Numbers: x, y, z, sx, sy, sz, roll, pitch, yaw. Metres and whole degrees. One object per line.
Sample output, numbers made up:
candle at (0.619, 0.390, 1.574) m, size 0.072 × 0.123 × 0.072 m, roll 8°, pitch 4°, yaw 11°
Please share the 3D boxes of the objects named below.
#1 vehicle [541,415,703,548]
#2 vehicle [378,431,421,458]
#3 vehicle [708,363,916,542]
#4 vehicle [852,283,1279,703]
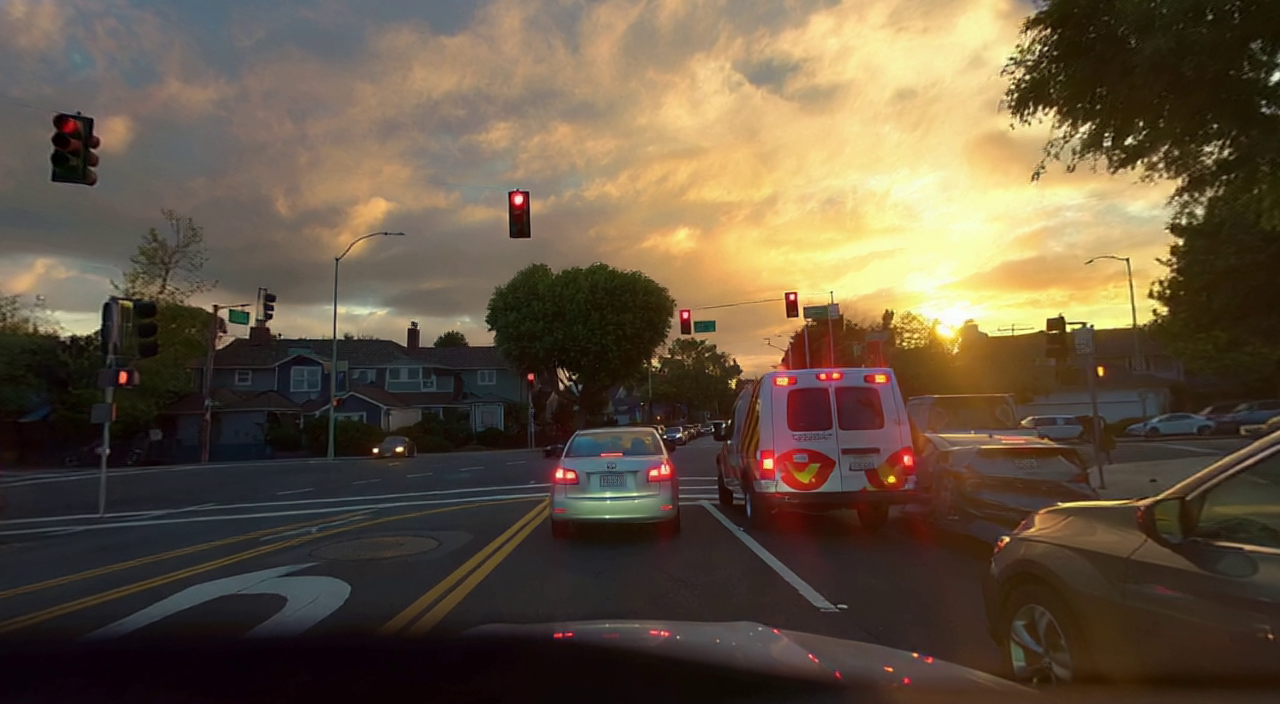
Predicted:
vehicle at (-0.278, 1.971, 10.197) m, size 2.114 × 1.707 × 3.725 m, roll 0°, pitch -8°, yaw -1°
vehicle at (-17.735, 6.879, 46.870) m, size 2.246 × 1.880 × 4.454 m, roll 1°, pitch -8°, yaw -12°
vehicle at (2.893, 1.901, 12.385) m, size 2.406 × 2.687 × 5.521 m, roll 0°, pitch -8°, yaw -1°
vehicle at (2.852, 0.892, 2.839) m, size 2.194 × 1.820 × 4.652 m, roll 0°, pitch -8°, yaw 1°
